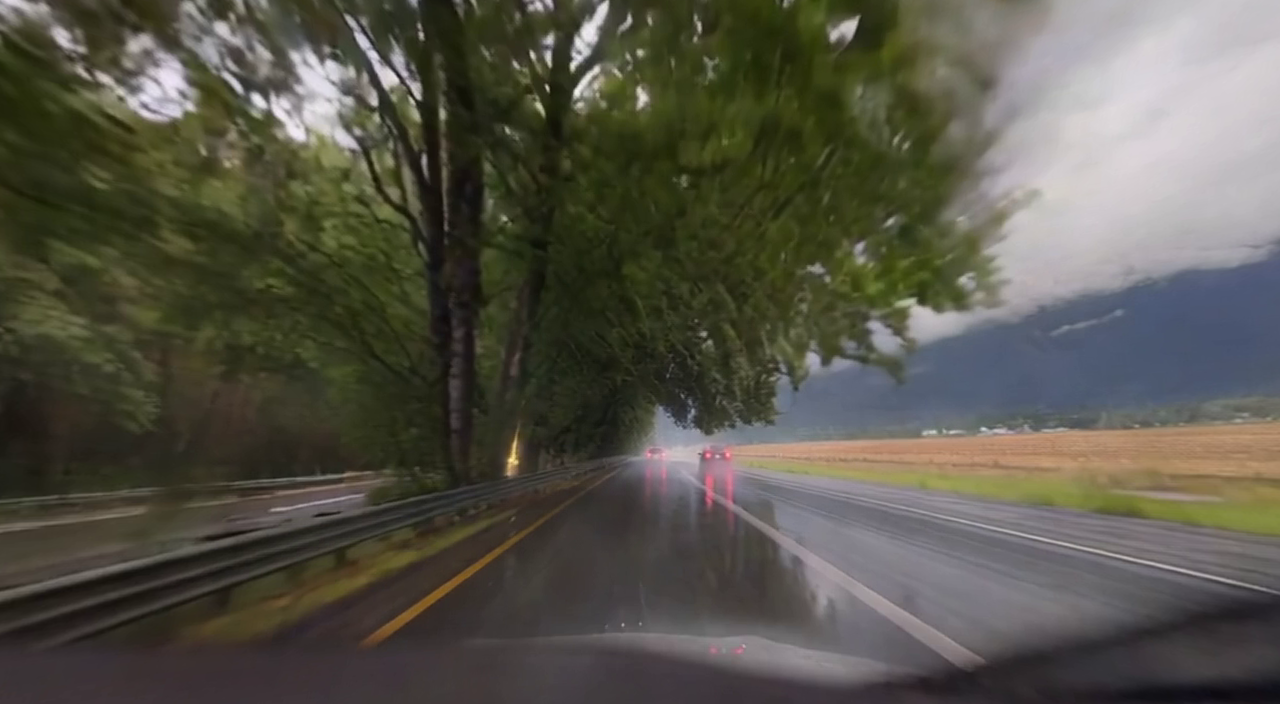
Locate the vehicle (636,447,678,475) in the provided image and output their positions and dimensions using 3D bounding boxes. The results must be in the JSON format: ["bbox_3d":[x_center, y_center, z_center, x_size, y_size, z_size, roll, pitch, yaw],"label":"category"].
[{"bbox_3d":[0.909,6.104,35.425,2.162,1.492,3.975,0,-9,-1],"label":"vehicle"}]

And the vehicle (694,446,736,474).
[{"bbox_3d":[4.207,6.148,35.886,1.846,1.485,3.679,0,-9,-2],"label":"vehicle"}]
